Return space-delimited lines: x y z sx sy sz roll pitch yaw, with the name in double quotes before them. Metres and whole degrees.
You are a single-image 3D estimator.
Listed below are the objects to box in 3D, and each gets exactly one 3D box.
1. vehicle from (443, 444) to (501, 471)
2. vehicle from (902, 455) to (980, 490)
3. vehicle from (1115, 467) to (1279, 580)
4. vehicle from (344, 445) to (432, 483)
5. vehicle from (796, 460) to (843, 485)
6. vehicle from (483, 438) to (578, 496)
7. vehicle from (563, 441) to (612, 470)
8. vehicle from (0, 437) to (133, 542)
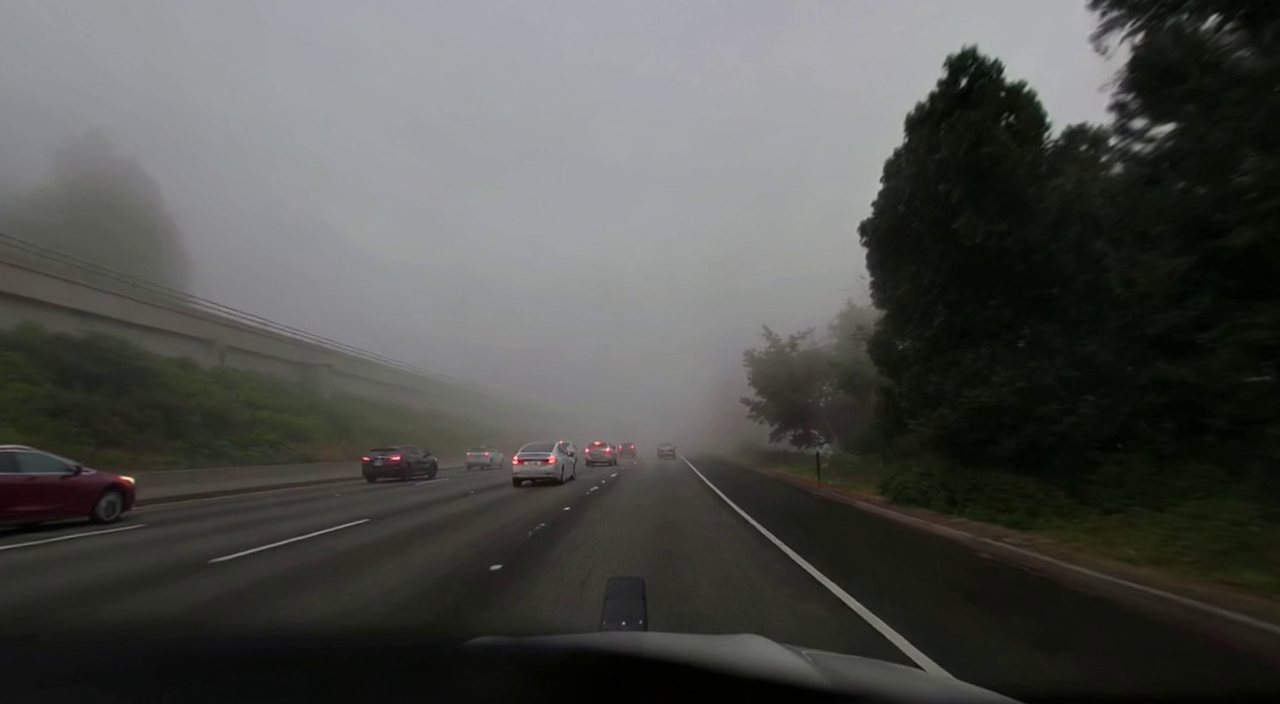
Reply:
"vehicle" -10.183 6.424 38.705 1.978 1.498 4.940 0 -8 3
"vehicle" 14.980 5.982 31.602 1.853 1.586 3.727 1 -8 -4
"vehicle" 10.788 2.822 10.573 1.962 1.584 4.807 0 -8 1
"vehicle" -10.621 4.719 26.888 1.981 1.484 3.827 0 -8 3
"vehicle" 11.952 8.050 42.175 1.916 1.465 3.951 0 -8 -1
"vehicle" -3.117 3.363 18.879 1.939 1.511 4.246 0 -8 2
"vehicle" -2.752 5.522 33.954 2.056 1.449 4.330 0 -8 2
"vehicle" -10.532 2.068 9.520 1.958 1.538 4.511 0 -8 1
